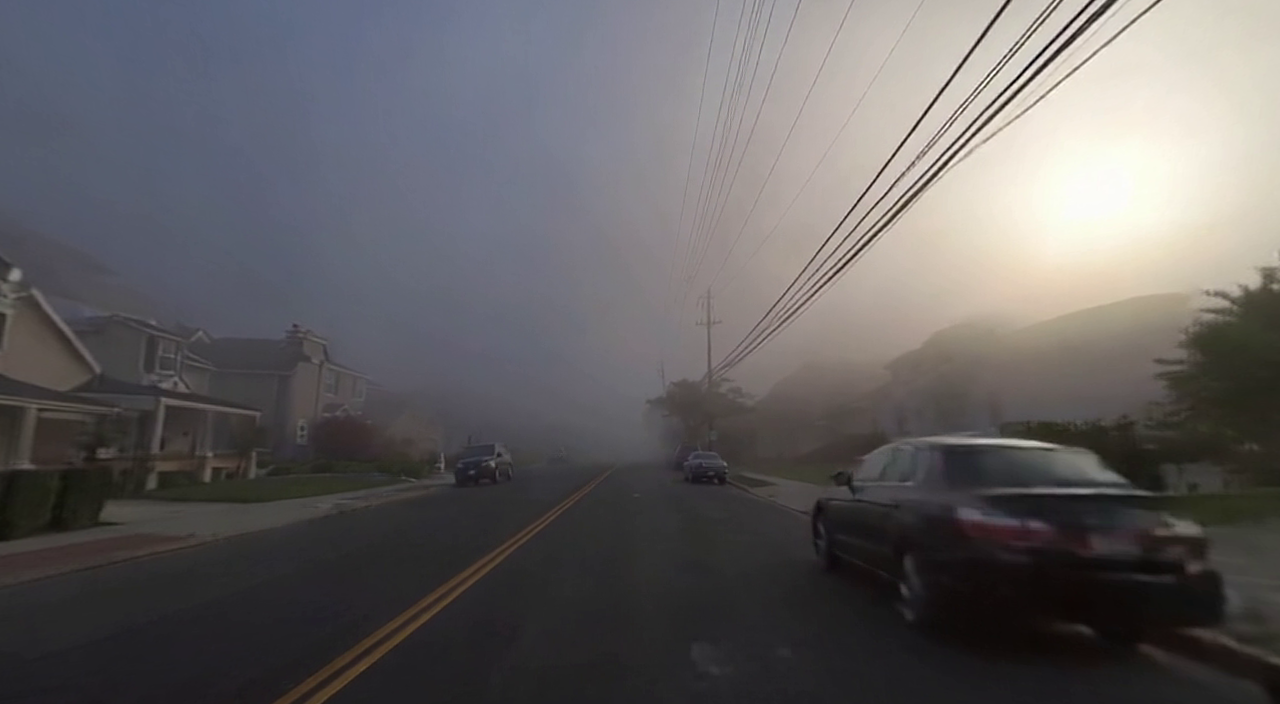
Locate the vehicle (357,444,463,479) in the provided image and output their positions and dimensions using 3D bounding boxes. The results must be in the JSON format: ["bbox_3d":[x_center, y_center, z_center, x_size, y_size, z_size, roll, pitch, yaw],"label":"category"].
[{"bbox_3d":[-11.739,5.605,32.514,4.529,1.677,2.204,0,-9,0],"label":"vehicle"}]

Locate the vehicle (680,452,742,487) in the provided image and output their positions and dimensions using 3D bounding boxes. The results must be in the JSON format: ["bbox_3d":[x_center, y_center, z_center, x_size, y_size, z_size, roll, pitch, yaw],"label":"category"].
[{"bbox_3d":[2.790,4.714,25.630,1.827,1.286,3.684,1,-9,-5],"label":"vehicle"}]

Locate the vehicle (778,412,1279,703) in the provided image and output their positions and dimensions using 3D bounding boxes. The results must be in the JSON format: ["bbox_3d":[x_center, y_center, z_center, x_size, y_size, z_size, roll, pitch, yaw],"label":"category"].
[{"bbox_3d":[2.754,1.375,5.089,2.273,1.530,4.416,0,-9,0],"label":"vehicle"}]

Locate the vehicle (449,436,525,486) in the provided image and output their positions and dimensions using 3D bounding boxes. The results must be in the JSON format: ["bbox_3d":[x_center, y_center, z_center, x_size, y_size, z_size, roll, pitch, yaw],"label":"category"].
[{"bbox_3d":[-6.588,4.868,27.827,2.156,1.932,4.518,-2,-12,1],"label":"vehicle"}]
